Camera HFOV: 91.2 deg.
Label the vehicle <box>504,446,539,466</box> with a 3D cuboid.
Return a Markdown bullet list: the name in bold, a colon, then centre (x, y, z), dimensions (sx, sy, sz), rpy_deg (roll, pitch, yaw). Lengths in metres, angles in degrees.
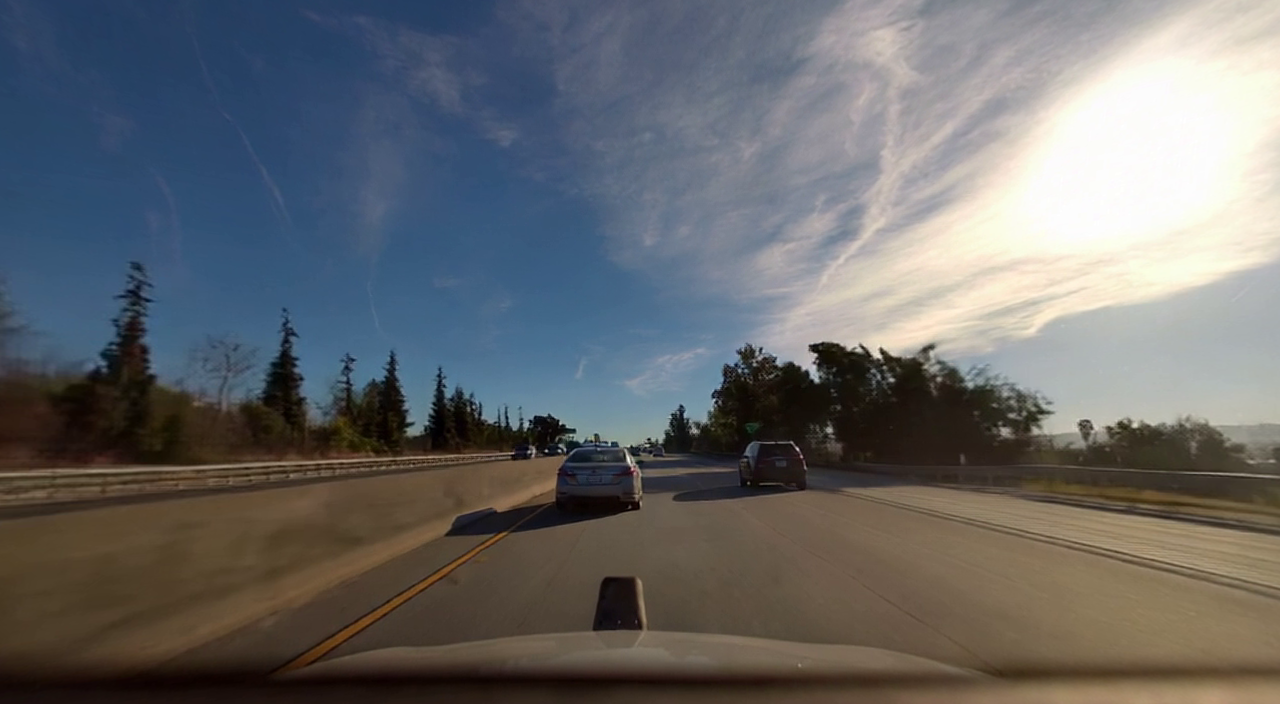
- **vehicle**: centre (-9.205, 8.135, 48.954), dimensions (1.840, 1.474, 4.203), rpy_deg (0, -9, 0)

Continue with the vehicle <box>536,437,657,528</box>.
- **vehicle**: centre (-0.708, 2.497, 12.522), dimensions (2.013, 1.479, 4.169), rpy_deg (0, -9, 0)

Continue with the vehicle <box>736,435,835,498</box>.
- **vehicle**: centre (3.962, 3.190, 17.737), dimensions (1.910, 1.554, 3.718), rpy_deg (0, -9, 0)
